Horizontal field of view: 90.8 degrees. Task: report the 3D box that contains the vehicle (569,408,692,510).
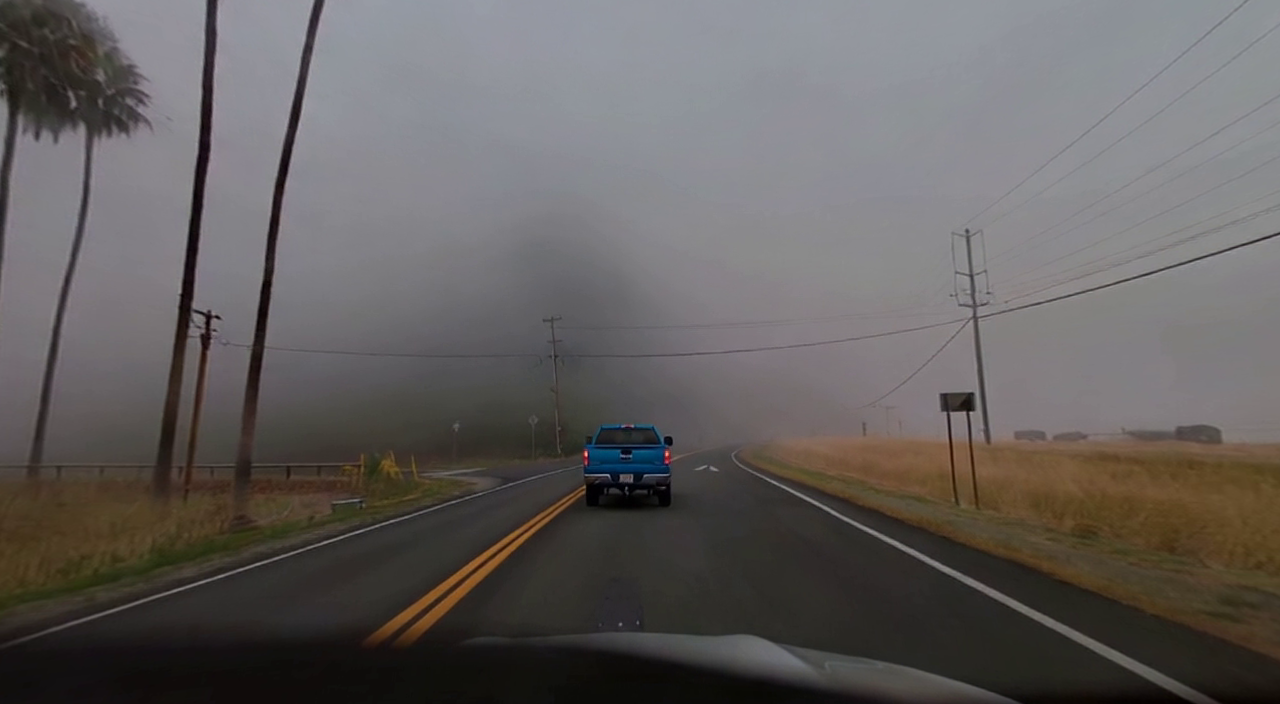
[{"bbox_3d":[-0.257,2.784,16.895,2.693,2.223,5.885,0,-8,-1],"label":"vehicle"}]
